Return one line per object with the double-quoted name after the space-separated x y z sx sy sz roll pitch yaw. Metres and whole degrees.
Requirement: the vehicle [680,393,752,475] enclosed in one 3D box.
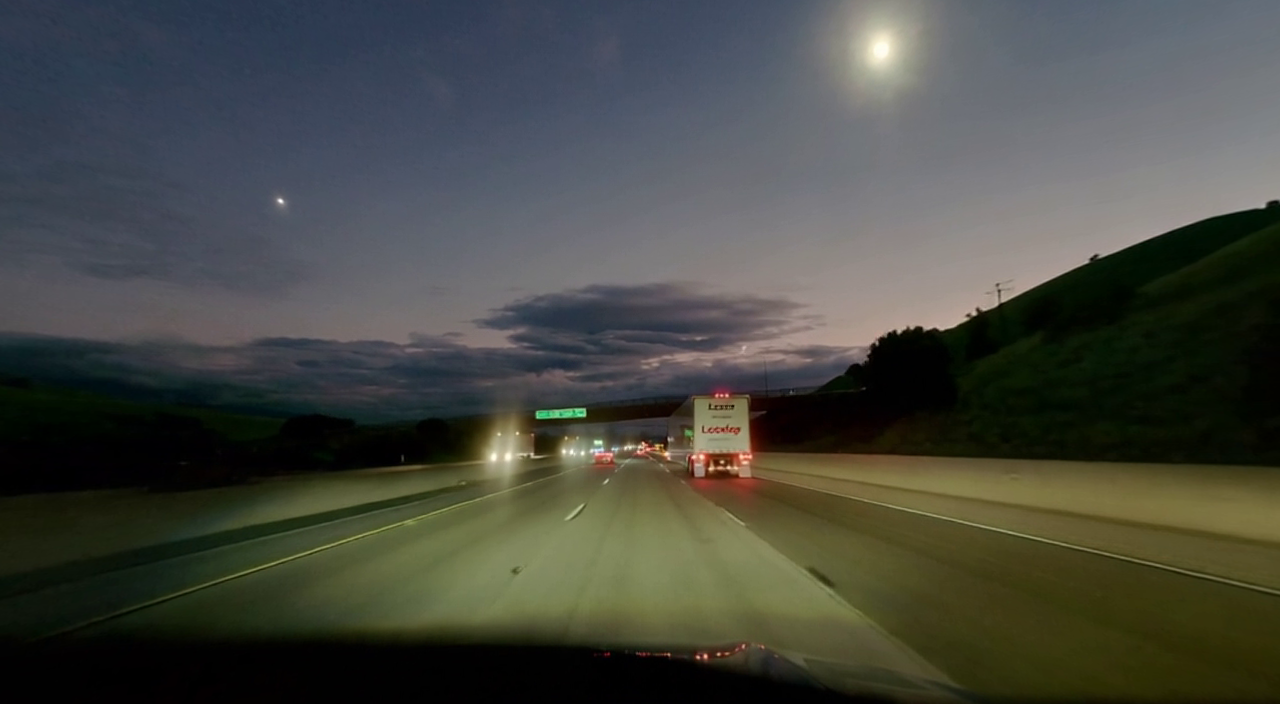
3.969 4.643 35.068 2.885 3.992 8.526 0 -9 0 "vehicle"
